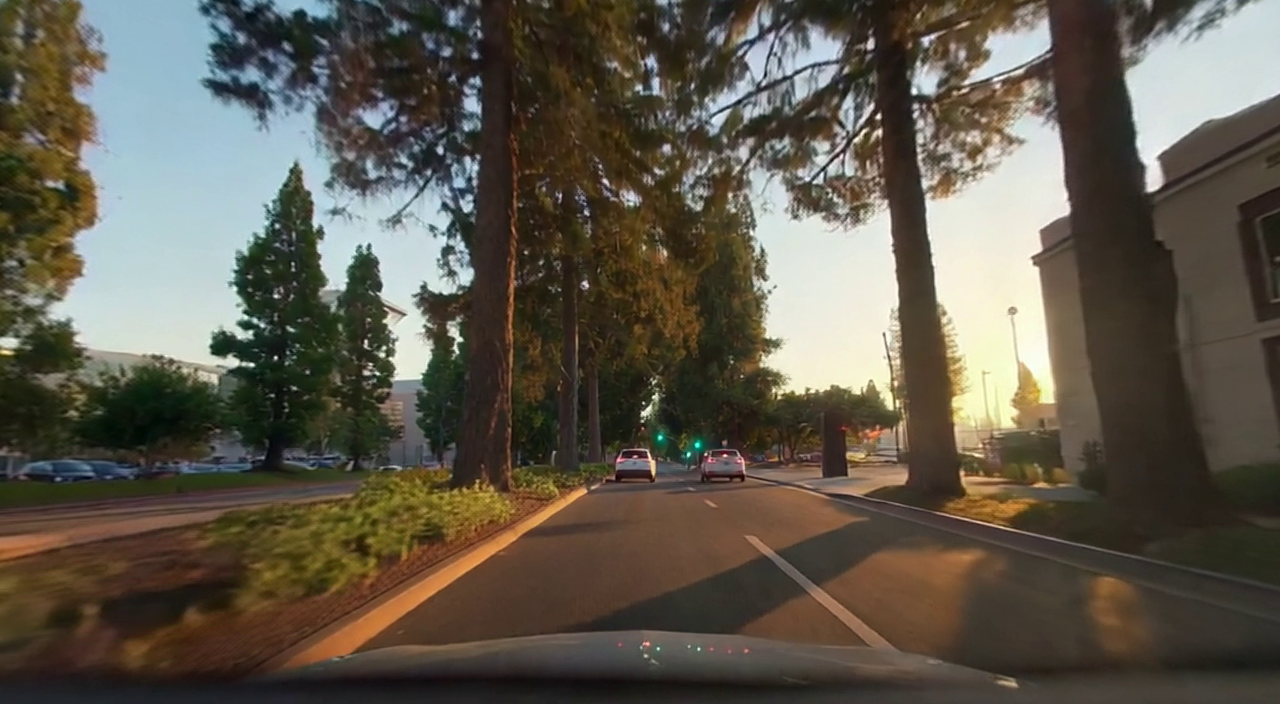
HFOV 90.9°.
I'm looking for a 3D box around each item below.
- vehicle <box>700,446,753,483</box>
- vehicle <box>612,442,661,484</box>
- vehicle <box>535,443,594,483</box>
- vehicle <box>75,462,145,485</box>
[{"bbox_3d":[3.932,5.172,29.364,1.847,1.554,4.052,0,-8,-1],"label":"vehicle"},{"bbox_3d":[-0.094,4.832,27.793,2.022,1.700,4.084,0,-8,1],"label":"vehicle"},{"bbox_3d":[-3.383,5.082,29.217,2.047,1.710,4.314,0,-8,2],"label":"vehicle"},{"bbox_3d":[-39.543,9.071,47.216,1.750,1.462,4.400,1,-8,-6],"label":"vehicle"}]
